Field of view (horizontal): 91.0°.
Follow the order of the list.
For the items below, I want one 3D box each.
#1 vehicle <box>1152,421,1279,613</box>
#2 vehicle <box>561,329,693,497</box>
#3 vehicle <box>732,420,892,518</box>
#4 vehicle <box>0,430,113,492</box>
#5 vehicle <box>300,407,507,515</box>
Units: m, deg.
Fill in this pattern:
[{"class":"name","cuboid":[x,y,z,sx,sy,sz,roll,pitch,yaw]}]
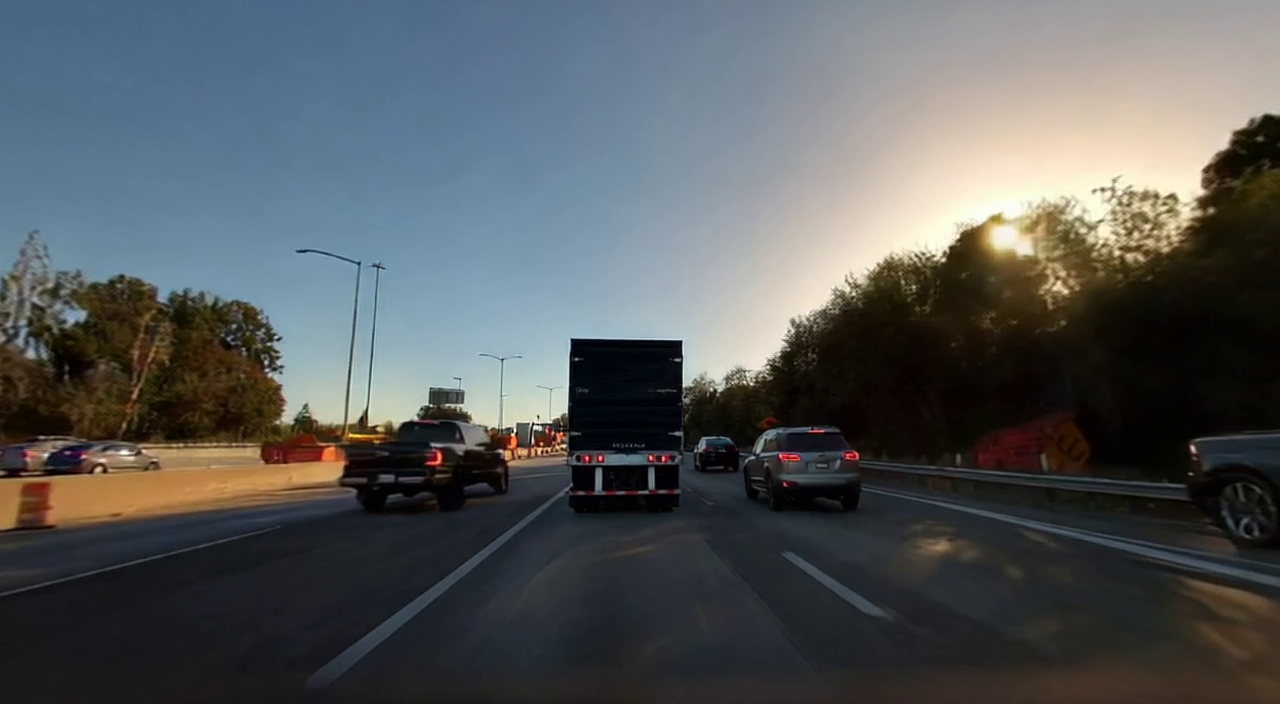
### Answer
[{"class":"vehicle","cuboid":[6.724,1.256,4.283,2.070,1.632,4.774,2,-9,-8]},{"class":"vehicle","cuboid":[-0.475,2.170,19.862,3.067,3.940,10.154,1,-9,-2]},{"class":"vehicle","cuboid":[3.387,2.410,13.387,2.103,1.713,4.173,1,-9,-2]},{"class":"vehicle","cuboid":[-21.331,3.734,22.014,4.632,1.852,2.033,0,-8,16]},{"class":"vehicle","cuboid":[-5.005,2.465,14.667,2.421,1.965,5.980,0,-9,1]}]
